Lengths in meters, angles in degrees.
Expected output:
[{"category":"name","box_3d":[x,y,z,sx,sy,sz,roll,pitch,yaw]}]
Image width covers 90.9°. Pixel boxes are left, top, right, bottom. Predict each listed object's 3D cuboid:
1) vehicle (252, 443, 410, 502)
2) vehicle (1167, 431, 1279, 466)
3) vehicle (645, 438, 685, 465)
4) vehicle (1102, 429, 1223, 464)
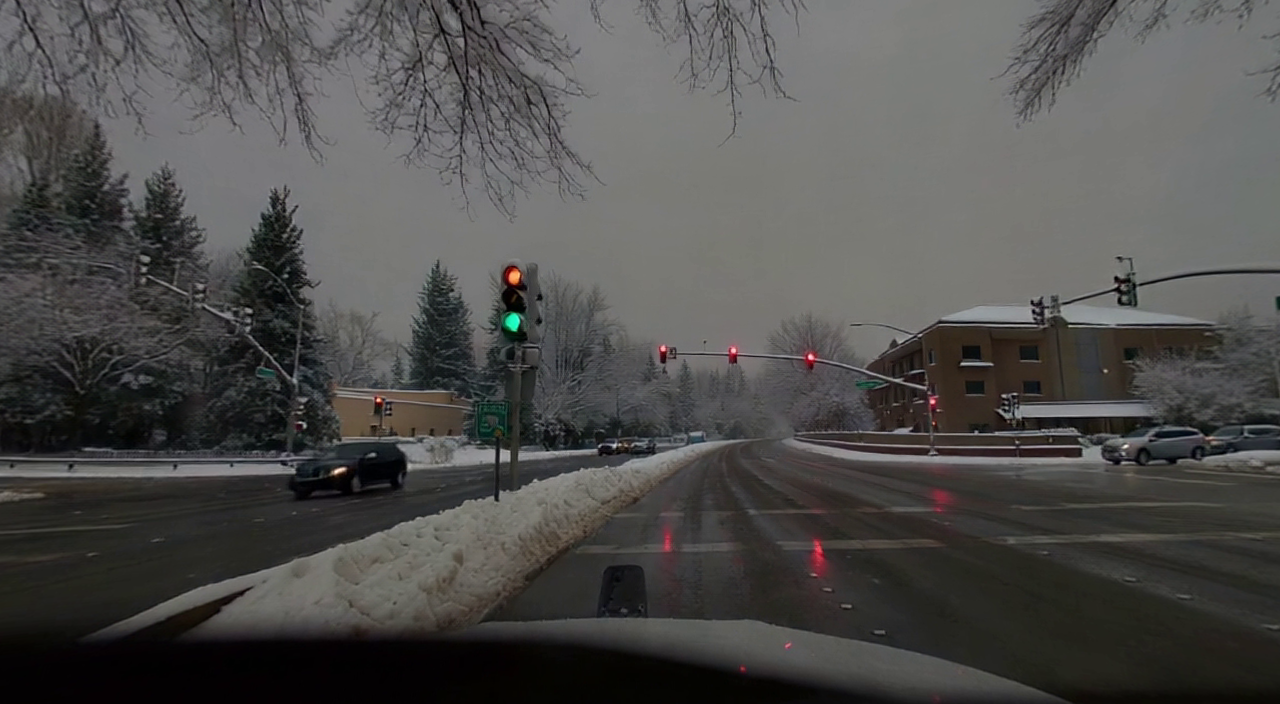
[{"category":"vehicle","box_3d":[-8.796,3.444,18.545,2.002,1.483,4.696,-1,-8,5]},{"category":"vehicle","box_3d":[26.293,4.242,27.876,4.644,1.470,1.922,1,-8,-10]},{"category":"vehicle","box_3d":[1.759,6.771,43.247,2.197,1.739,4.177,-2,-8,10]},{"category":"vehicle","box_3d":[25.918,4.679,31.353,4.441,1.674,2.035,1,-8,-8]}]
